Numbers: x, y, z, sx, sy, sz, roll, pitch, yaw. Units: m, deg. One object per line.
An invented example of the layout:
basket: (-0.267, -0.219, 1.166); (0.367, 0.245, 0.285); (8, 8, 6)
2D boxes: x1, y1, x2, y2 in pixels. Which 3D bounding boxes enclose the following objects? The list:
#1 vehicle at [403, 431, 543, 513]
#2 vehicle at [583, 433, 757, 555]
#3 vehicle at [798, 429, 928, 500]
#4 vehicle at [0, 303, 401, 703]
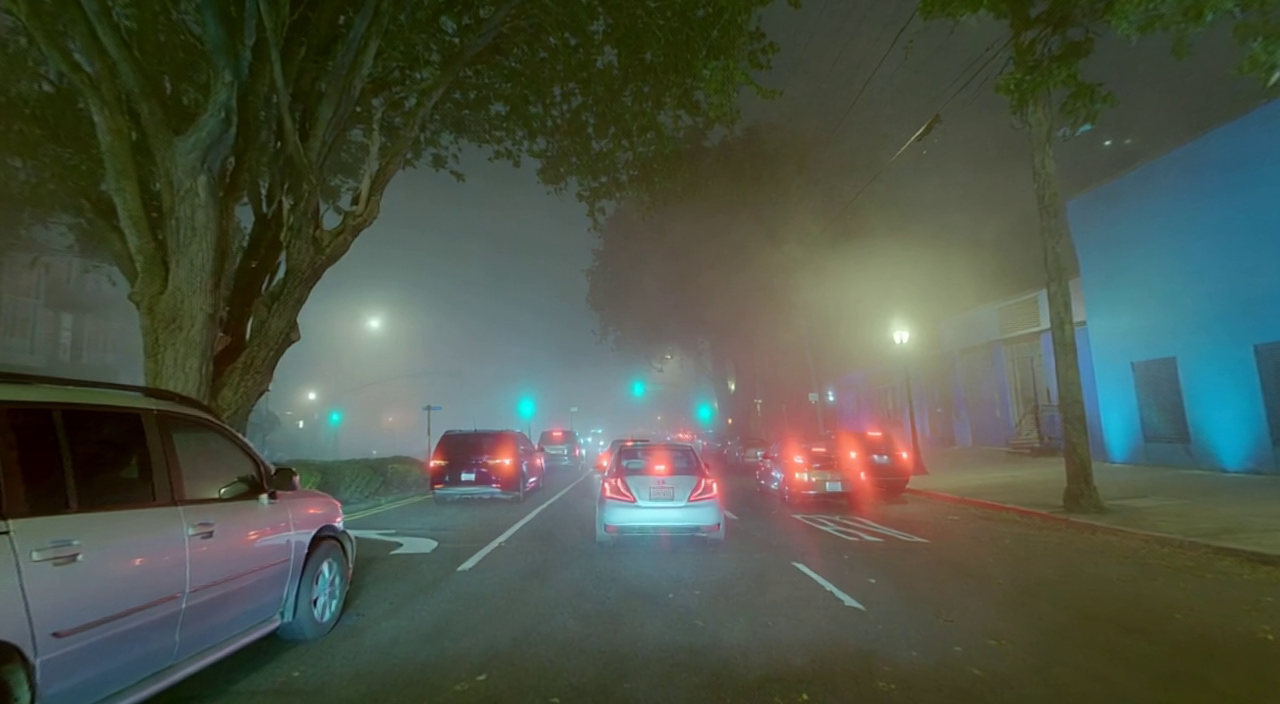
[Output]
vehicle: (-3.508, 2.617, 14.248); (1.901, 1.522, 4.556); (0, -9, 0)
vehicle: (0.271, 1.997, 9.584); (2.095, 1.438, 3.843); (0, -9, -3)
vehicle: (6.346, 3.251, 18.681); (2.025, 1.808, 4.579); (0, -9, -2)
vehicle: (-3.267, 0.934, 3.394); (2.152, 1.802, 4.628); (0, -9, 0)
